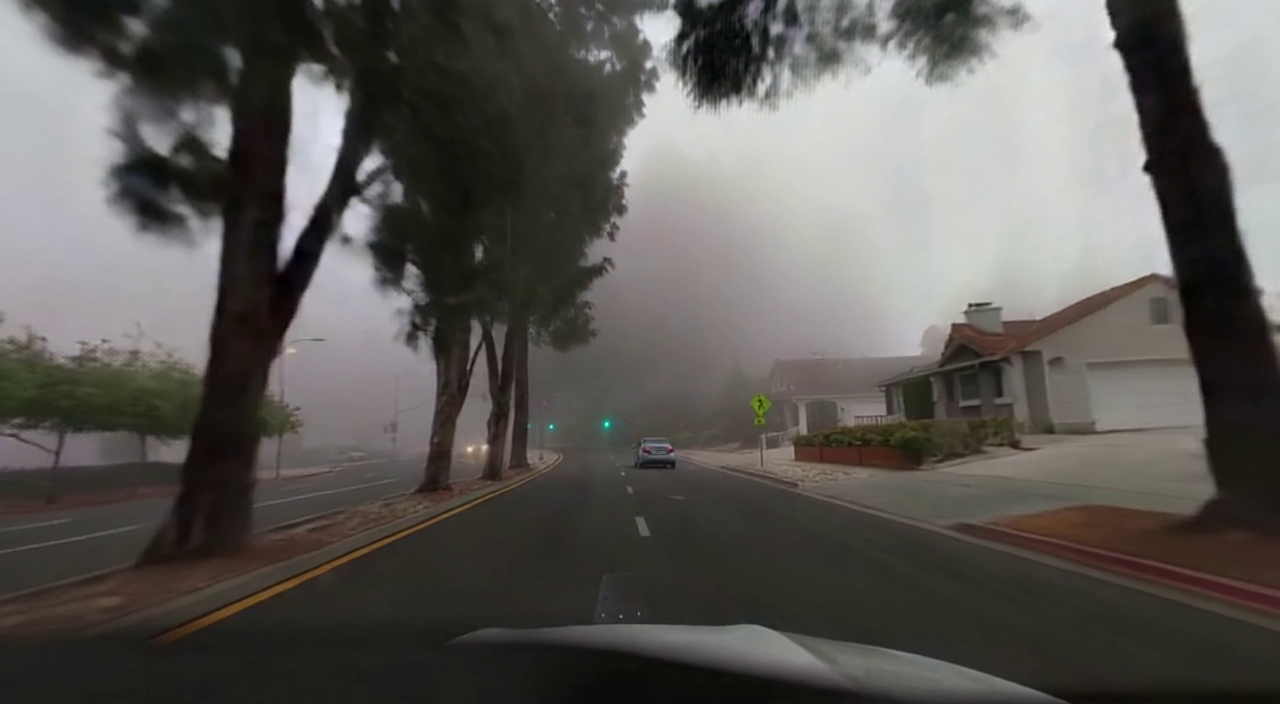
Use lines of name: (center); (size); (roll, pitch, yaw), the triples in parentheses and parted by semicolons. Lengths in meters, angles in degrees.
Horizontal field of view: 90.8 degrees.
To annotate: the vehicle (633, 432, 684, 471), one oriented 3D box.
vehicle: (0.801, 4.737, 30.272); (1.990, 1.707, 4.225); (0, -8, -5)
